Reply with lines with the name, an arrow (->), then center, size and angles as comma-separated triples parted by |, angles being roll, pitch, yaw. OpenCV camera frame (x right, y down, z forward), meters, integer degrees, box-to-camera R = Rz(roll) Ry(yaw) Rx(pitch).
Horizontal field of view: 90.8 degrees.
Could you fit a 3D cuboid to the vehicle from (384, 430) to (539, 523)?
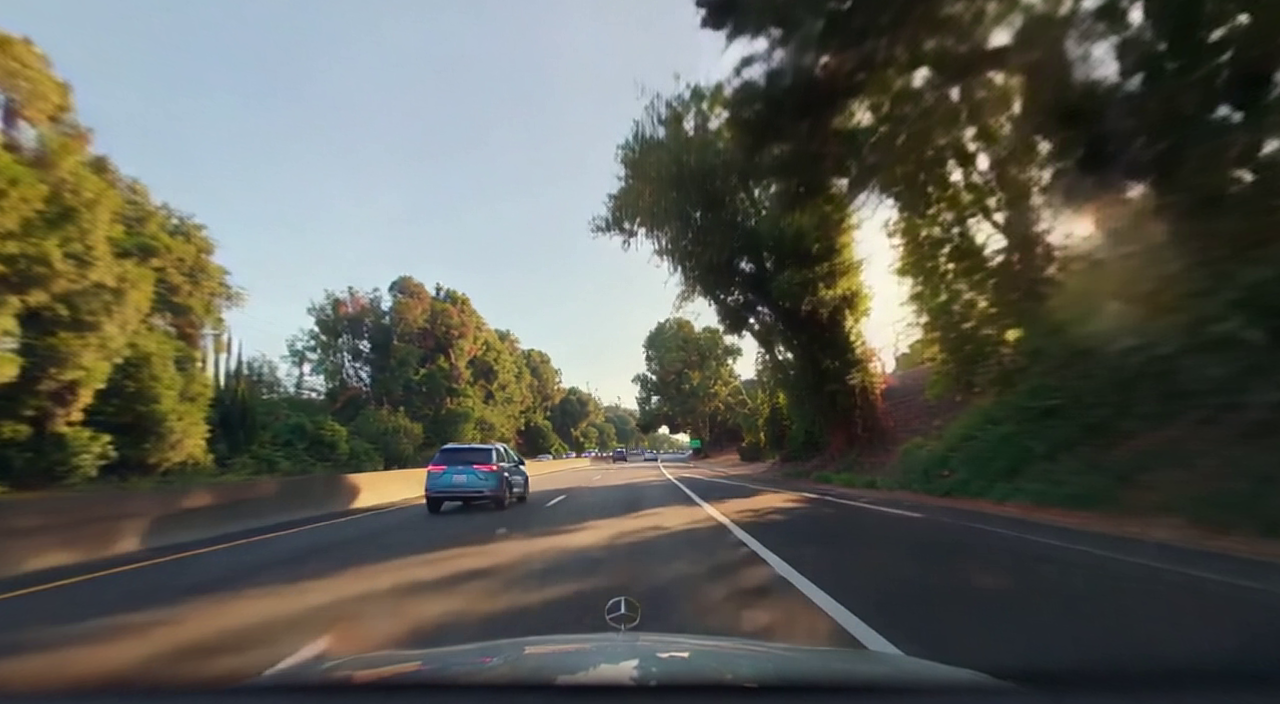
vehicle -> -3.760, 2.717, 14.321 | 2.110, 1.727, 4.607 | 0, -9, 1
